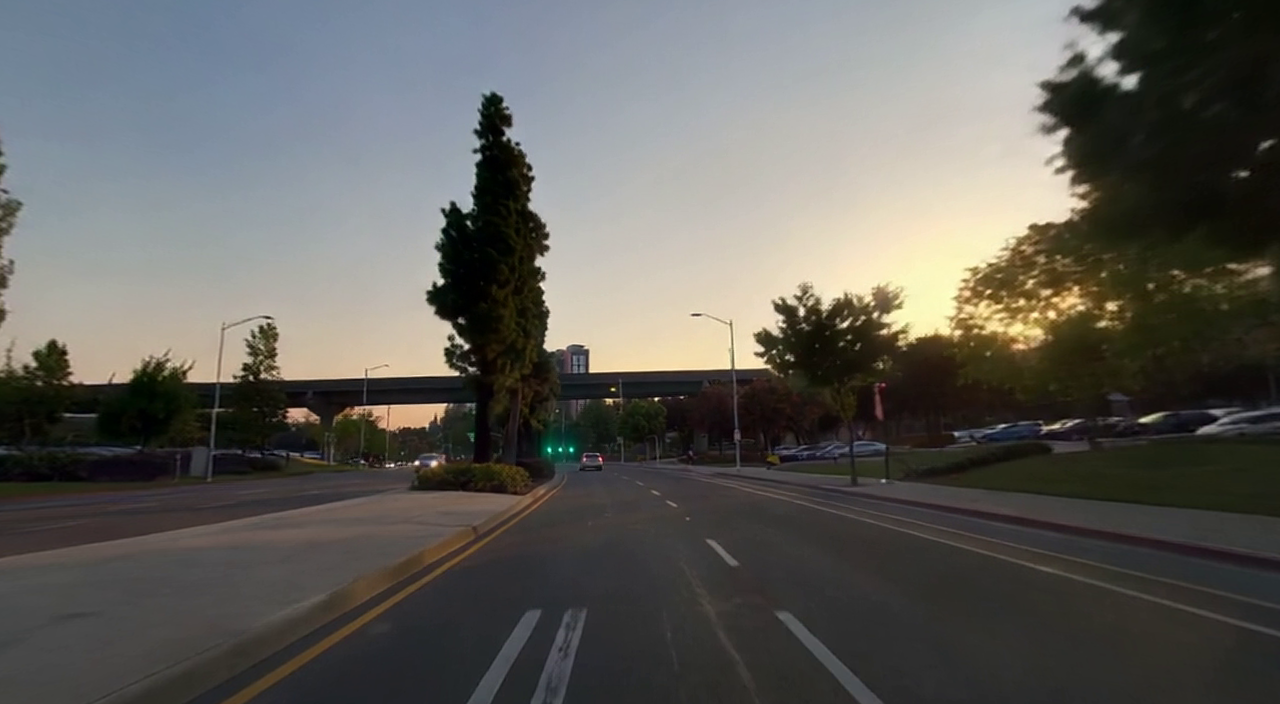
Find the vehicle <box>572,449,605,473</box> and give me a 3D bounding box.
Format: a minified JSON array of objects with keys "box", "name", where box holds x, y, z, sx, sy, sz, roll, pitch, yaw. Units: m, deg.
[{"box":[-4.022,8.385,48.792,2.184,1.713,4.231,1,-8,-9],"name":"vehicle"}]
